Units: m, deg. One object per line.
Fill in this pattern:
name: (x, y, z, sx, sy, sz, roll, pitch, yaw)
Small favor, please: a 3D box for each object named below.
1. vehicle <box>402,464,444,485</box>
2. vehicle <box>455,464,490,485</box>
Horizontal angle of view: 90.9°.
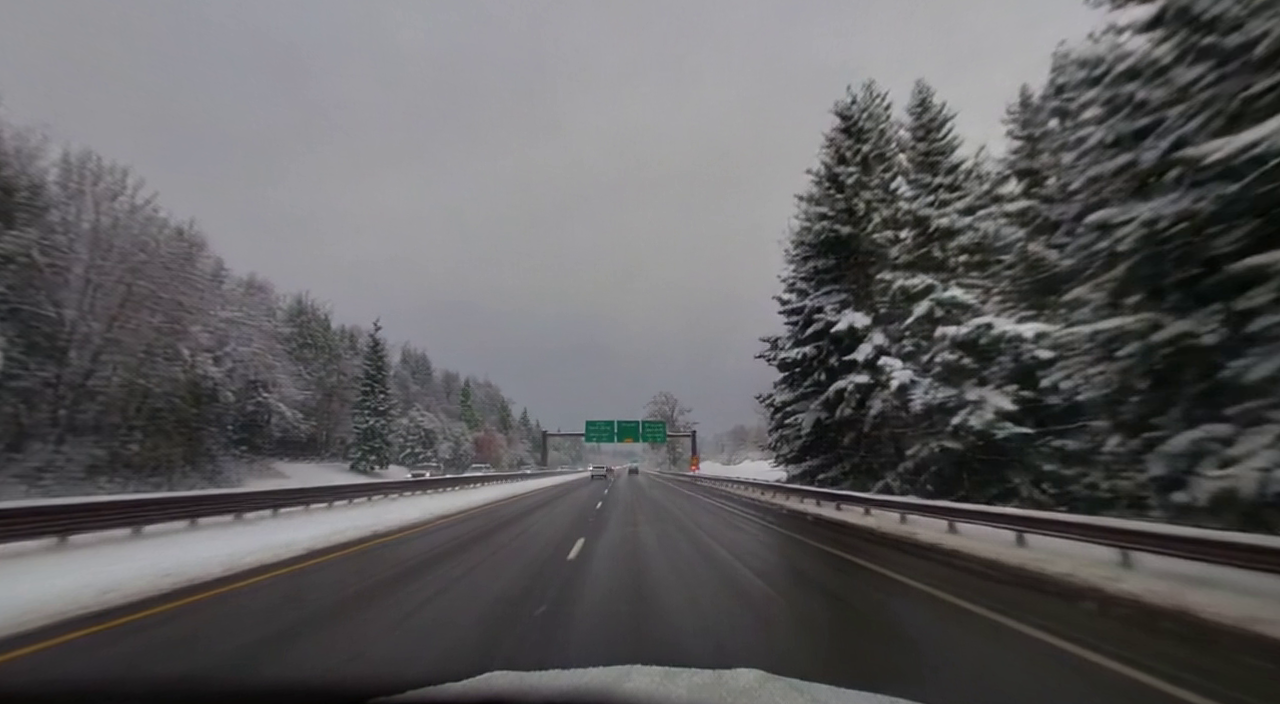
vehicle: (-16.608, 9.383, 48.397, 1.773, 1.493, 4.313, 1, -11, -2)
vehicle: (-12.466, 9.142, 47.030, 1.712, 1.420, 3.493, 1, -11, -1)
